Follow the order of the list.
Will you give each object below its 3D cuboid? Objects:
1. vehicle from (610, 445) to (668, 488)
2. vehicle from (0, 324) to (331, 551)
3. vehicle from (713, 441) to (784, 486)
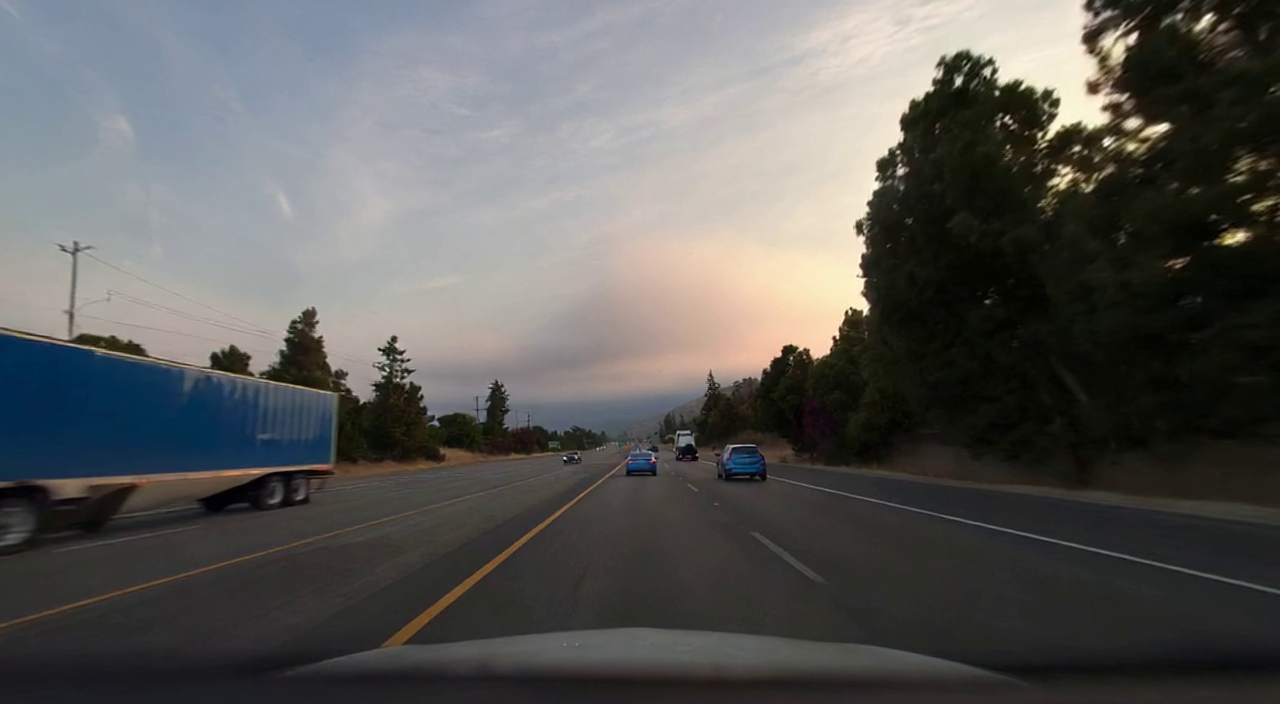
[{"bbox_3d":[-0.031,4.387,24.344,2.066,1.490,3.759,-1,-9,0],"label":"vehicle"},{"bbox_3d":[-13.218,2.238,15.732,2.989,4.089,16.109,-1,-9,-1],"label":"vehicle"},{"bbox_3d":[4.041,4.222,24.069,1.953,1.540,4.101,-1,-9,0],"label":"vehicle"}]
